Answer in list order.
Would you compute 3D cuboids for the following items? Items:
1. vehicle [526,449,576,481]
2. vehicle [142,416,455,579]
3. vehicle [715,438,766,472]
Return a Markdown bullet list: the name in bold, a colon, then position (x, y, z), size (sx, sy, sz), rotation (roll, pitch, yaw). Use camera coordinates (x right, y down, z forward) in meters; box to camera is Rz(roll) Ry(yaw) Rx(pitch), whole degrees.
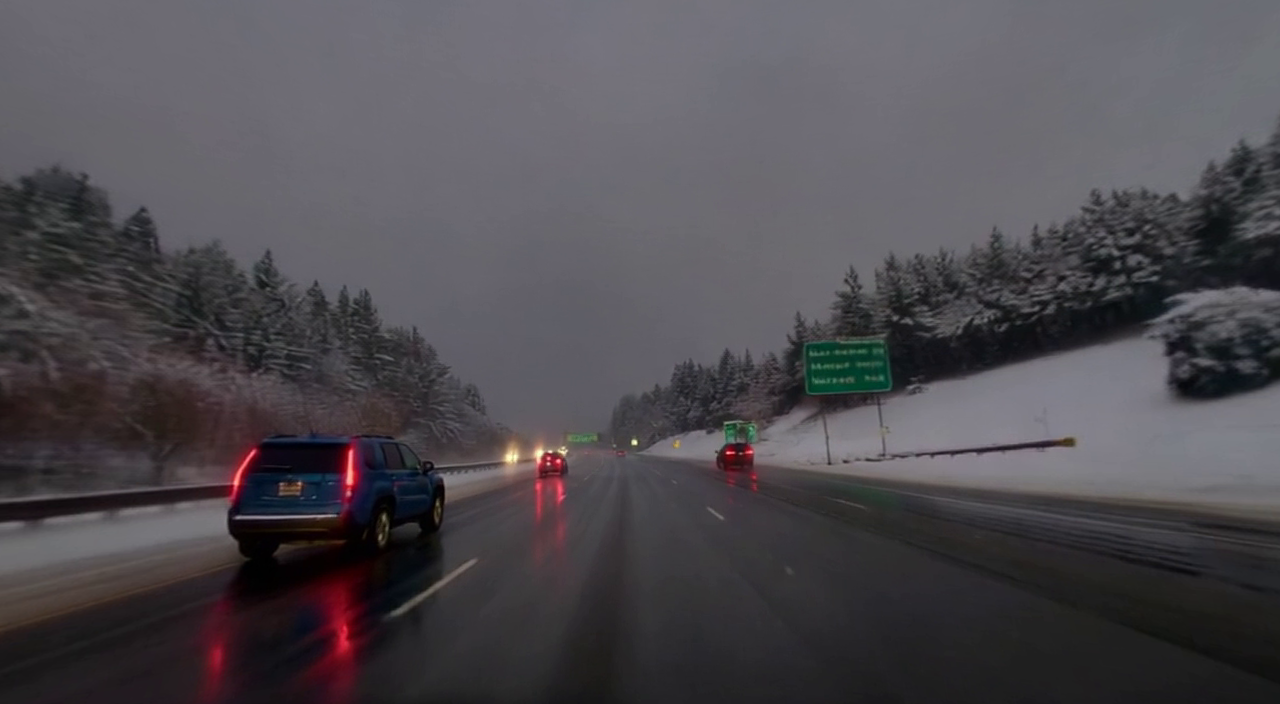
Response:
- **vehicle**: position (-4.473, 5.760, 32.375), size (2.009, 1.488, 4.289), rotation (0, -9, -1)
- **vehicle**: position (-4.336, 1.913, 9.029), size (2.079, 1.745, 4.281), rotation (0, -9, 0)
- **vehicle**: position (6.549, 6.827, 41.760), size (2.378, 2.096, 5.119), rotation (0, -9, -2)
